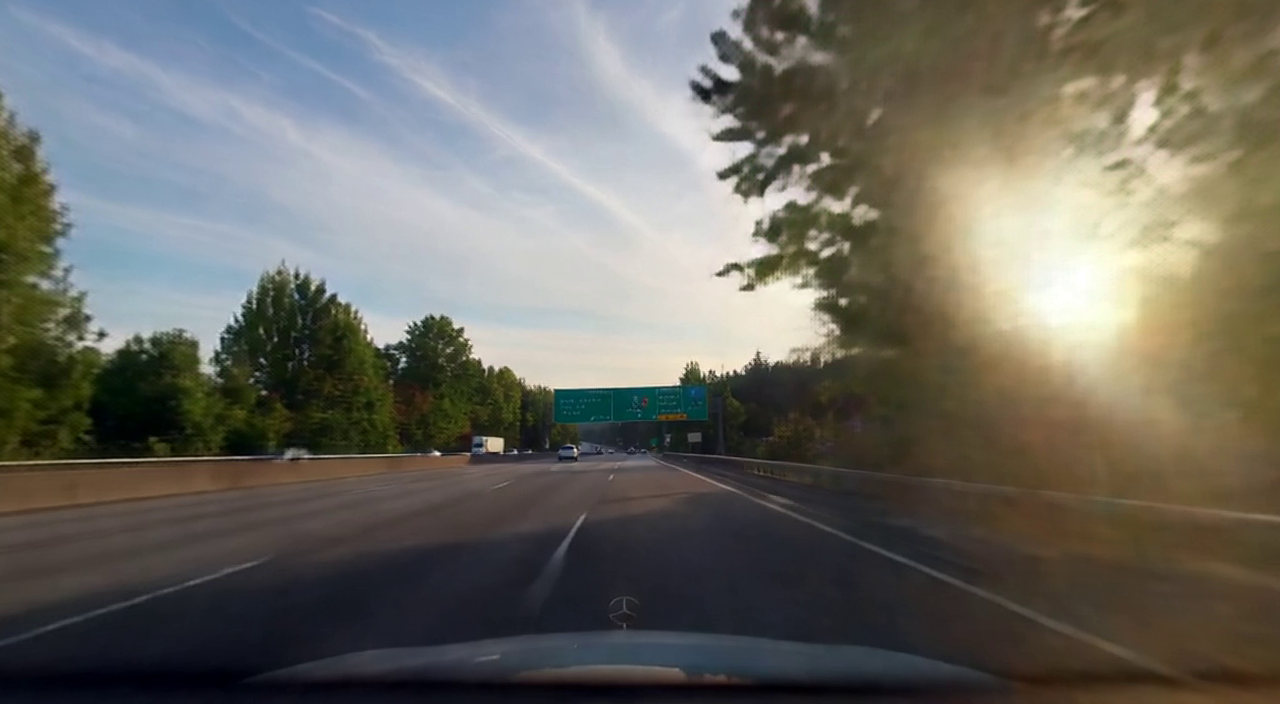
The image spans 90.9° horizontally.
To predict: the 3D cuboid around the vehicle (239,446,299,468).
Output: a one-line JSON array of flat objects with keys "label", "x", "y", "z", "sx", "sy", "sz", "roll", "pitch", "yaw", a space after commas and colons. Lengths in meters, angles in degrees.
[{"label": "vehicle", "x": -27.144, "y": 7.704, "z": 46.264, "sx": 1.830, "sy": 1.555, "sz": 4.277, "roll": 0, "pitch": -9, "yaw": 0}]
